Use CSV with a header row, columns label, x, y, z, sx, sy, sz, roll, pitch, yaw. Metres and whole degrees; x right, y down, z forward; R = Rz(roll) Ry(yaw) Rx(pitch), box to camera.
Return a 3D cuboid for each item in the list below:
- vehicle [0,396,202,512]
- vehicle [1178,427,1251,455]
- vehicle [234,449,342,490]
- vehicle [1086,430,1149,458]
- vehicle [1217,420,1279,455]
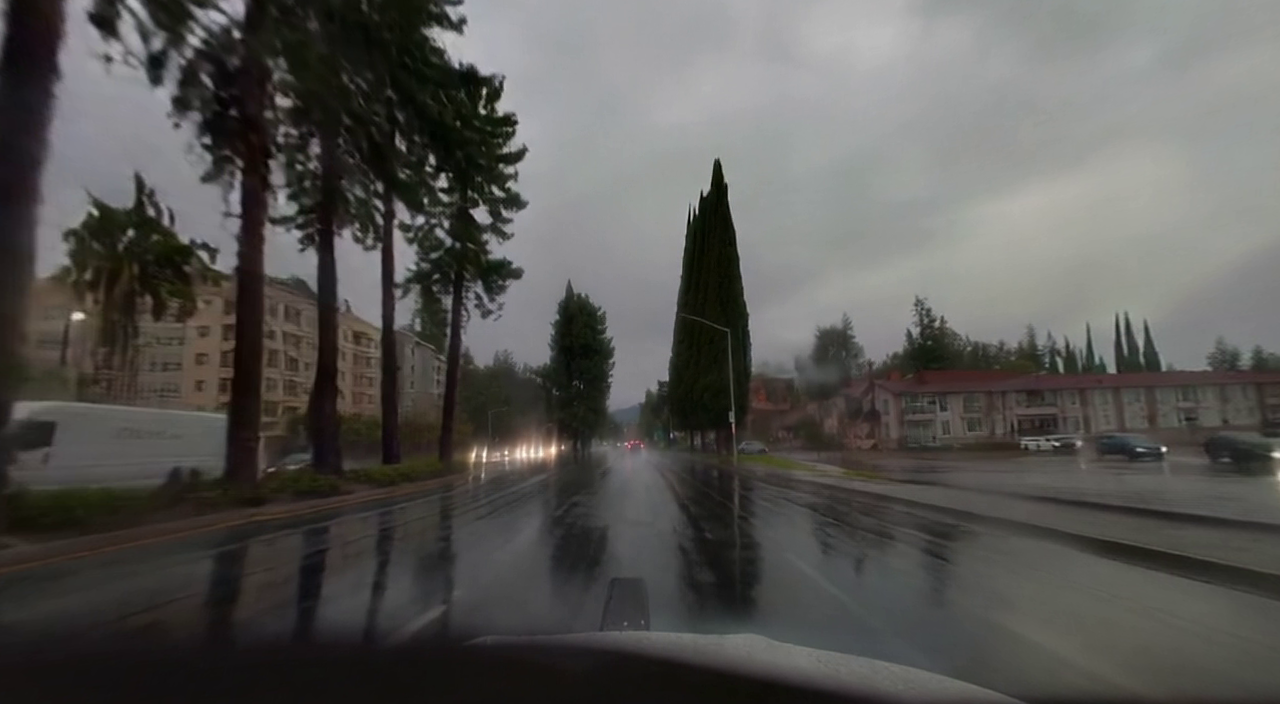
label,x,y,z,sx,sy,sz,roll,pitch,yaw
vehicle,-20.996,3.568,22.312,3.141,3.464,11.209,0,-8,-1
vehicle,32.544,5.094,35.815,1.826,1.478,4.336,-4,-9,26
vehicle,-14.204,4.735,25.791,1.830,1.474,4.623,0,-8,-1
vehicle,26.885,5.210,35.614,2.002,1.460,4.533,-5,-9,27
vehicle,35.445,4.893,36.064,2.129,1.846,4.542,-4,-9,24
